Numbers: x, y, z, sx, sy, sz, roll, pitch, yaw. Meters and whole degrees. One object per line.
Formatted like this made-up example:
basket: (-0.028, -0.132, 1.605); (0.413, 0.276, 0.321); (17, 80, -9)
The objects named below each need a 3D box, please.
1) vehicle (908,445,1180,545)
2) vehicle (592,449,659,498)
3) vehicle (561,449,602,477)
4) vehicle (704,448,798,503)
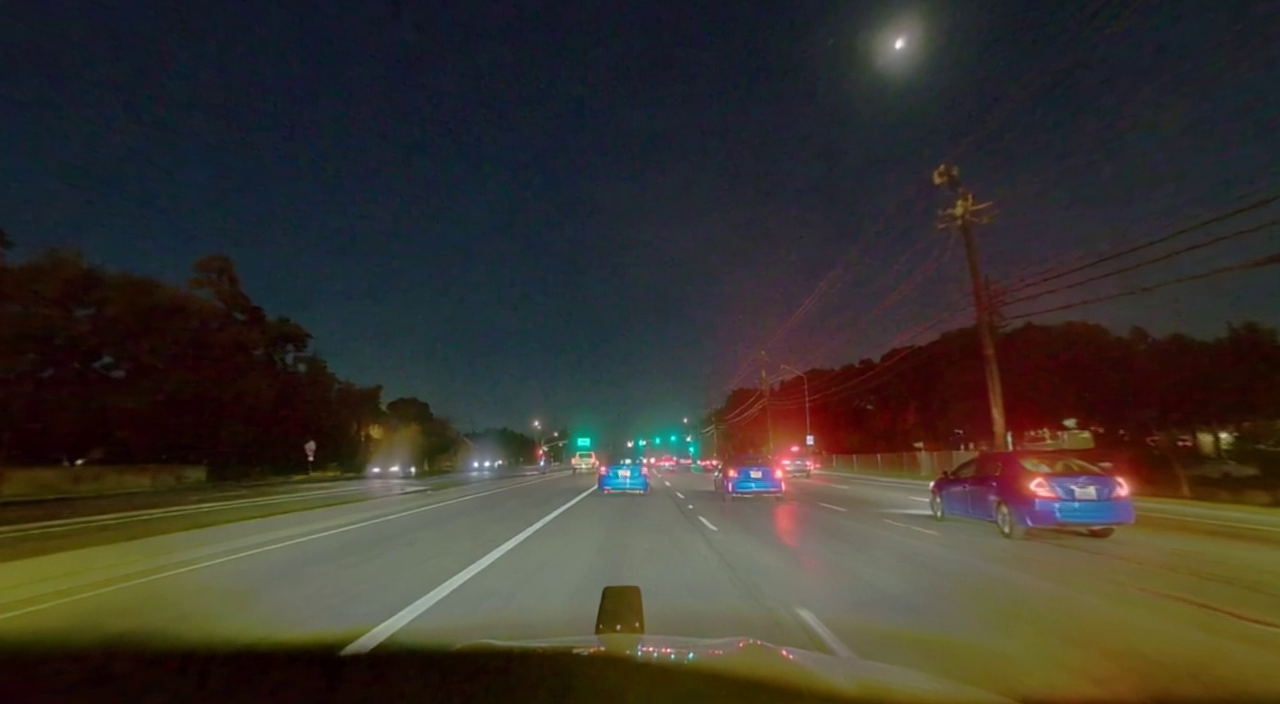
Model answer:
vehicle: (6.926, 2.452, 11.590); (2.004, 1.455, 4.417); (0, -9, -1)
vehicle: (-0.457, 4.087, 21.711); (2.065, 1.464, 4.216); (0, -9, 0)
vehicle: (-3.623, 6.992, 39.960); (2.073, 1.606, 4.364); (0, -9, 1)
vehicle: (3.332, 3.814, 19.985); (2.053, 1.490, 4.464); (0, -9, -2)
